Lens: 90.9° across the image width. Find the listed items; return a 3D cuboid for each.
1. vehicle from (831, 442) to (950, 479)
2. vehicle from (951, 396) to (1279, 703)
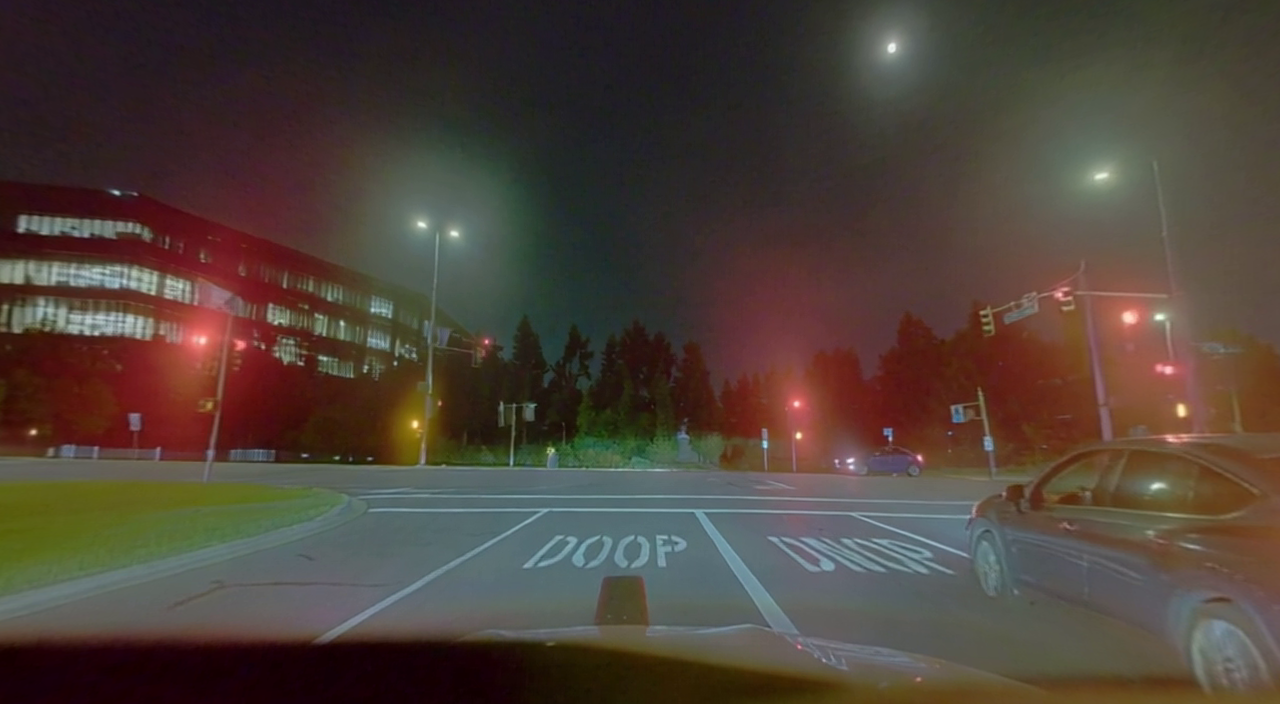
[{"bbox_3d":[11.748,5.090,29.748,4.715,1.671,2.030,1,-8,-5],"label":"vehicle"},{"bbox_3d":[3.746,1.083,3.325,2.036,1.583,4.911,-1,-8,5],"label":"vehicle"}]
